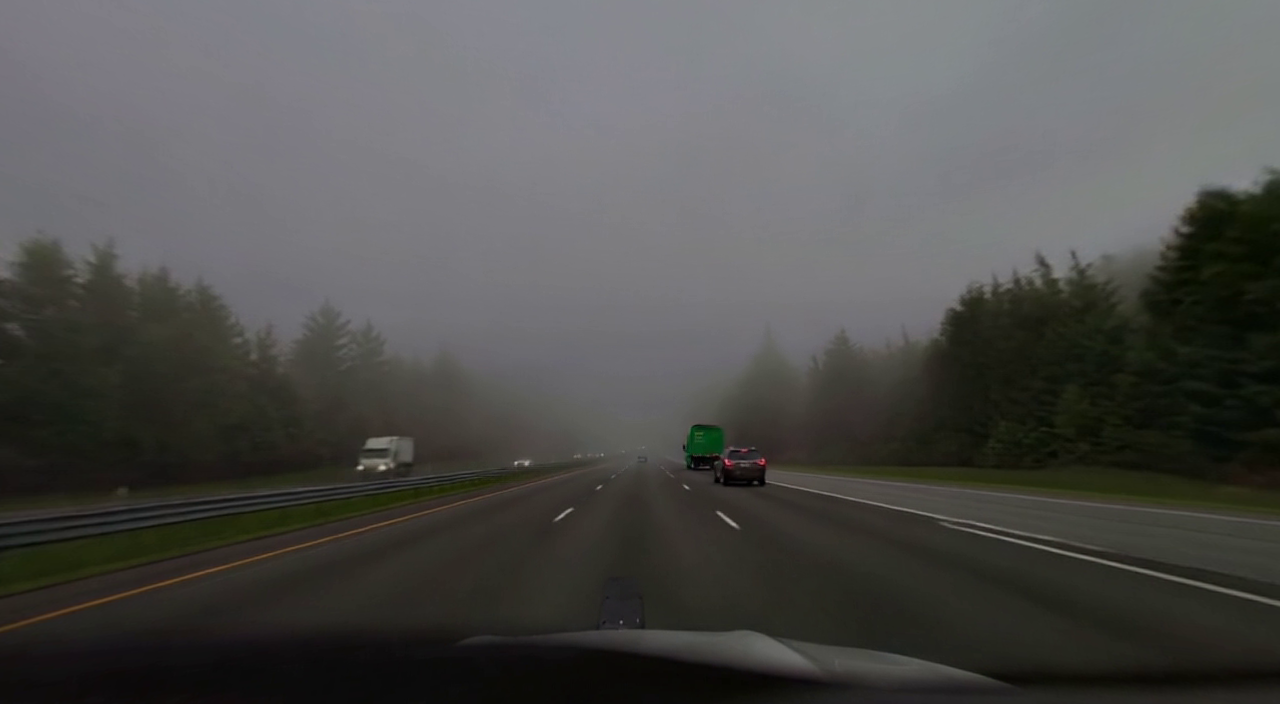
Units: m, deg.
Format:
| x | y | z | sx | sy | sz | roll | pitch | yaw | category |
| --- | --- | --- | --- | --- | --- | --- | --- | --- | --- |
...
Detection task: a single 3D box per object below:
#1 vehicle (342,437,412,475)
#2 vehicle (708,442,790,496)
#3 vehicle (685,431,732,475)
| x | y | z | sx | sy | sz | roll | pitch | yaw | category |
| --- | --- | --- | --- | --- | --- | --- | --- | --- | --- |
| -18.572 | 7.390 | 44.951 | 2.474 | 2.513 | 5.438 | -1 | -9 | 1 | vehicle |
| 3.532 | 3.879 | 21.246 | 2.019 | 1.601 | 3.953 | 0 | -9 | 0 | vehicle |
| 4.276 | 6.453 | 40.451 | 2.300 | 2.564 | 5.643 | 0 | -9 | -1 | vehicle |
